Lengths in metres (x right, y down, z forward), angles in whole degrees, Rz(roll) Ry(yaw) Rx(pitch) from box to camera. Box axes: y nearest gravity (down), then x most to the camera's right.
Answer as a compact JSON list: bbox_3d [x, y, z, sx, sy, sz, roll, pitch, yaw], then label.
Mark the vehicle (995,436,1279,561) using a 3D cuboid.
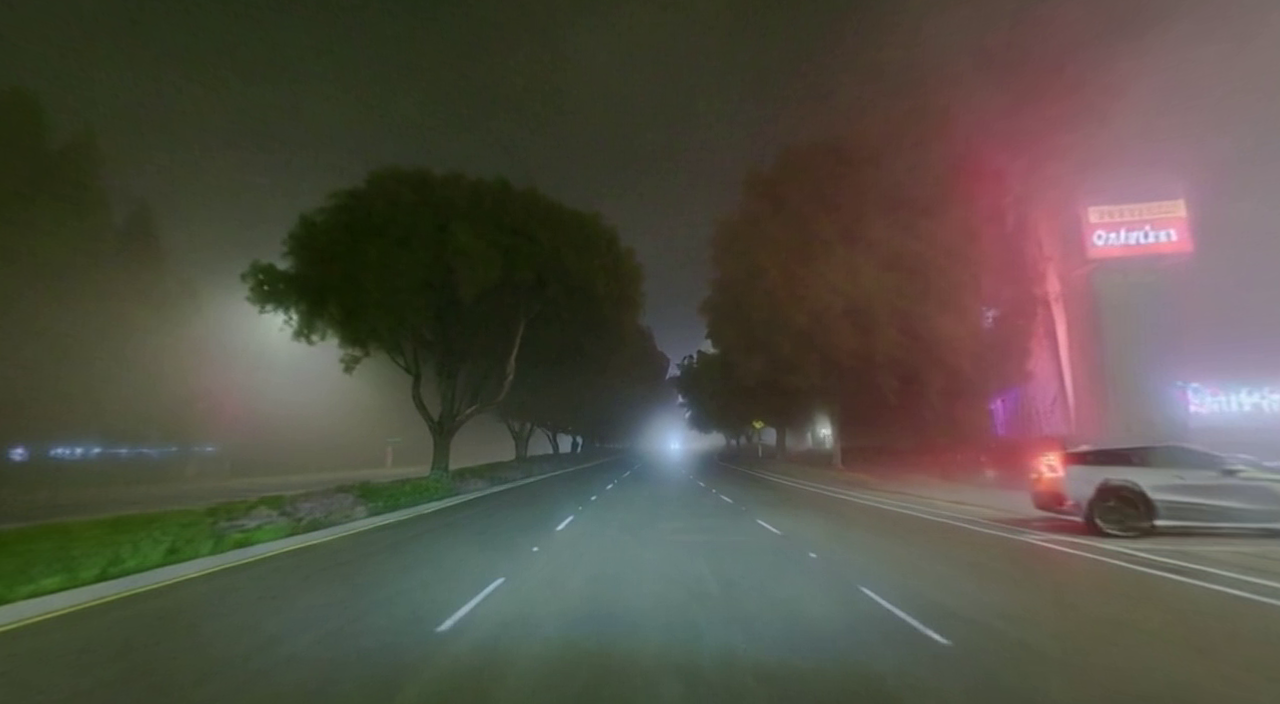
[{"bbox_3d":[7.764,1.943,8.802,4.733,1.499,2.000,-4,-9,26],"label":"vehicle"}]
